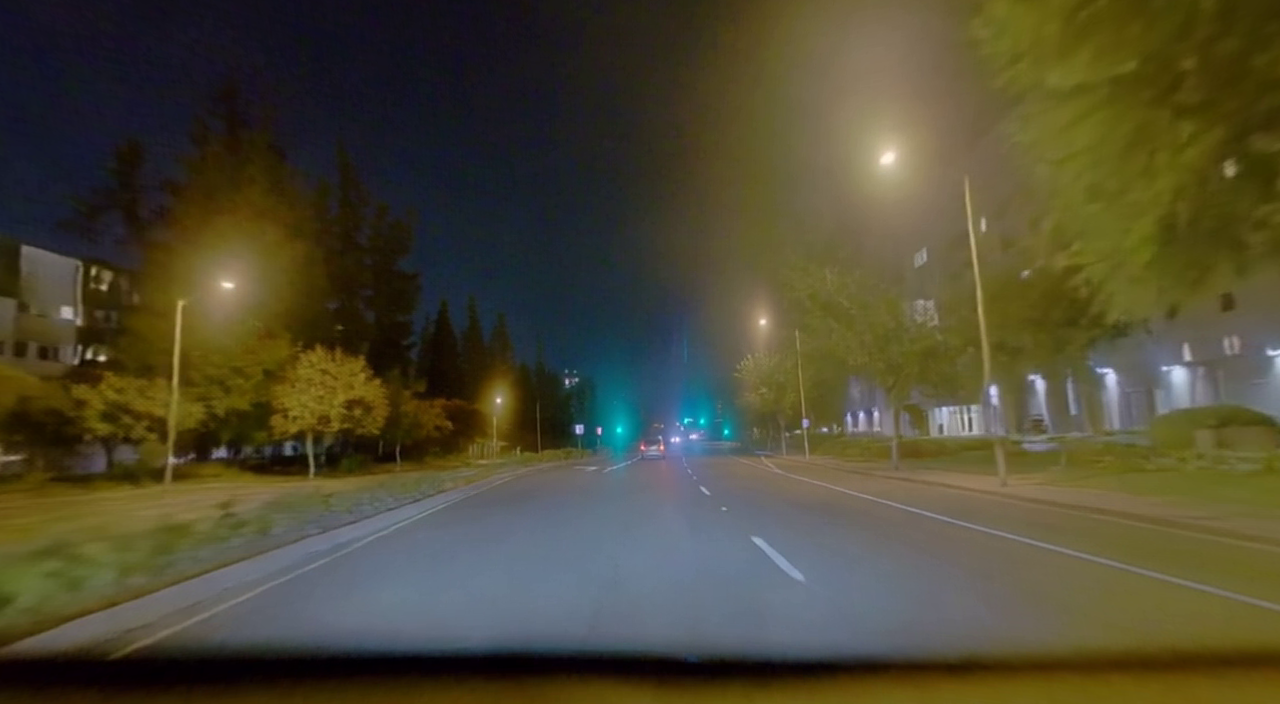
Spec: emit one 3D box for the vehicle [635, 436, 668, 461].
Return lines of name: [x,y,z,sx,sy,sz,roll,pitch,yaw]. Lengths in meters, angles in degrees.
vehicle: [0.848,6.551,43.020,2.037,1.568,3.693,-1,-8,4]
